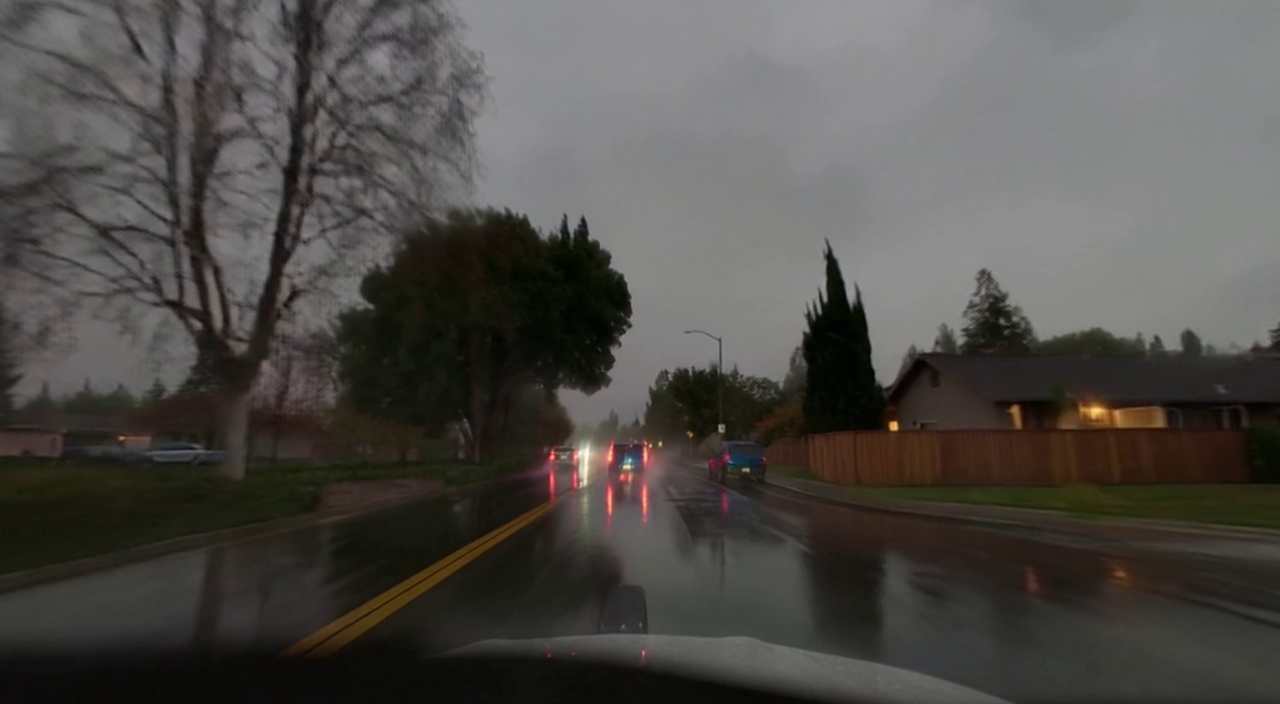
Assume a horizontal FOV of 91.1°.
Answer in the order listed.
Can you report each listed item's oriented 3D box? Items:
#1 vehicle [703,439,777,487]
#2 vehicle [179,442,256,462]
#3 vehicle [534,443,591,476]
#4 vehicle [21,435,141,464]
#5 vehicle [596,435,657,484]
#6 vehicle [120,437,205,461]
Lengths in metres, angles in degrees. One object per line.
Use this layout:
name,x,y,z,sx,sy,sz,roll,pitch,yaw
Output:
vehicle,3.965,4.493,25.753,2.332,1.769,4.518,0,-9,0
vehicle,-32.263,7.641,48.002,4.497,1.418,1.783,0,-9,1
vehicle,-3.545,5.038,29.636,2.032,1.433,4.458,0,-9,1
vehicle,-32.290,5.655,36.379,4.891,1.538,2.059,0,-9,0
vehicle,-0.476,4.230,24.910,2.220,1.742,4.047,0,-9,0
vehicle,-33.414,6.787,44.015,4.271,1.581,1.919,0,-9,-1
